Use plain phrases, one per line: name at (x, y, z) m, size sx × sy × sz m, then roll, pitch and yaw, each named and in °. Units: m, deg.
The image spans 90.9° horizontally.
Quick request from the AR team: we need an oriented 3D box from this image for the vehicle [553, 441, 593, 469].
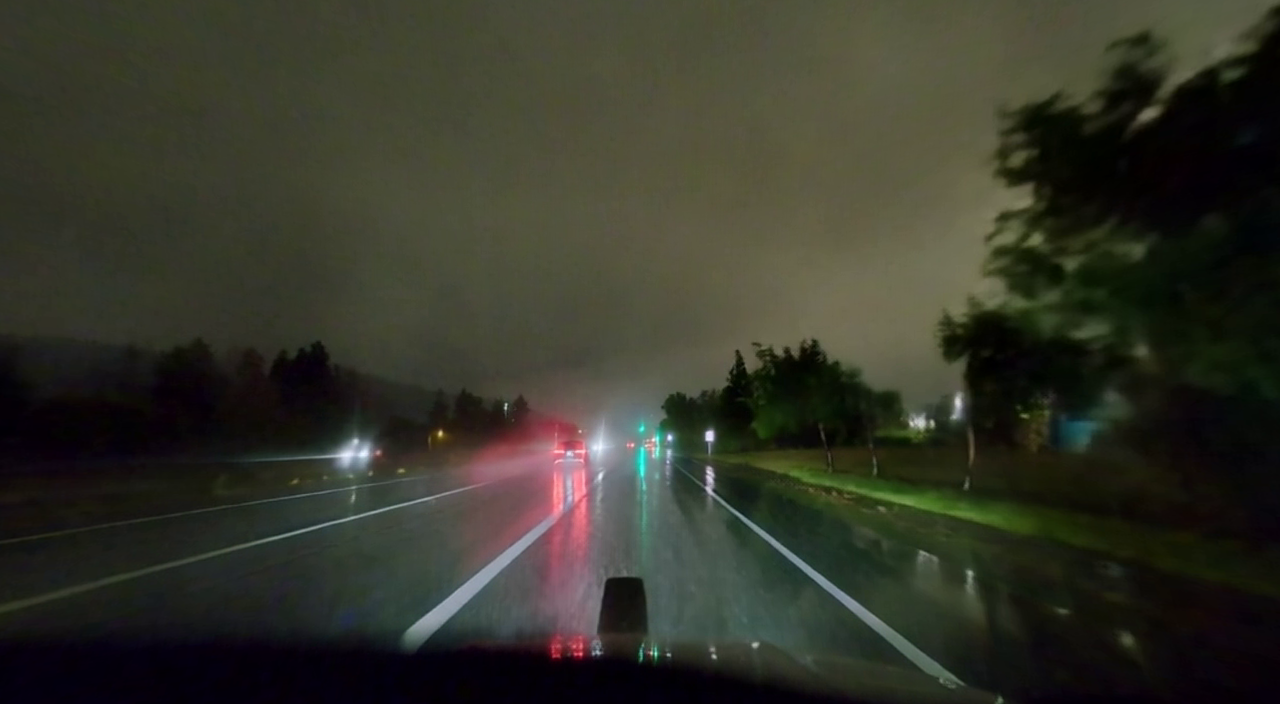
vehicle at (-3.718, 5.787, 35.674) m, size 1.786 × 1.488 × 4.023 m, roll 0°, pitch -8°, yaw 1°
